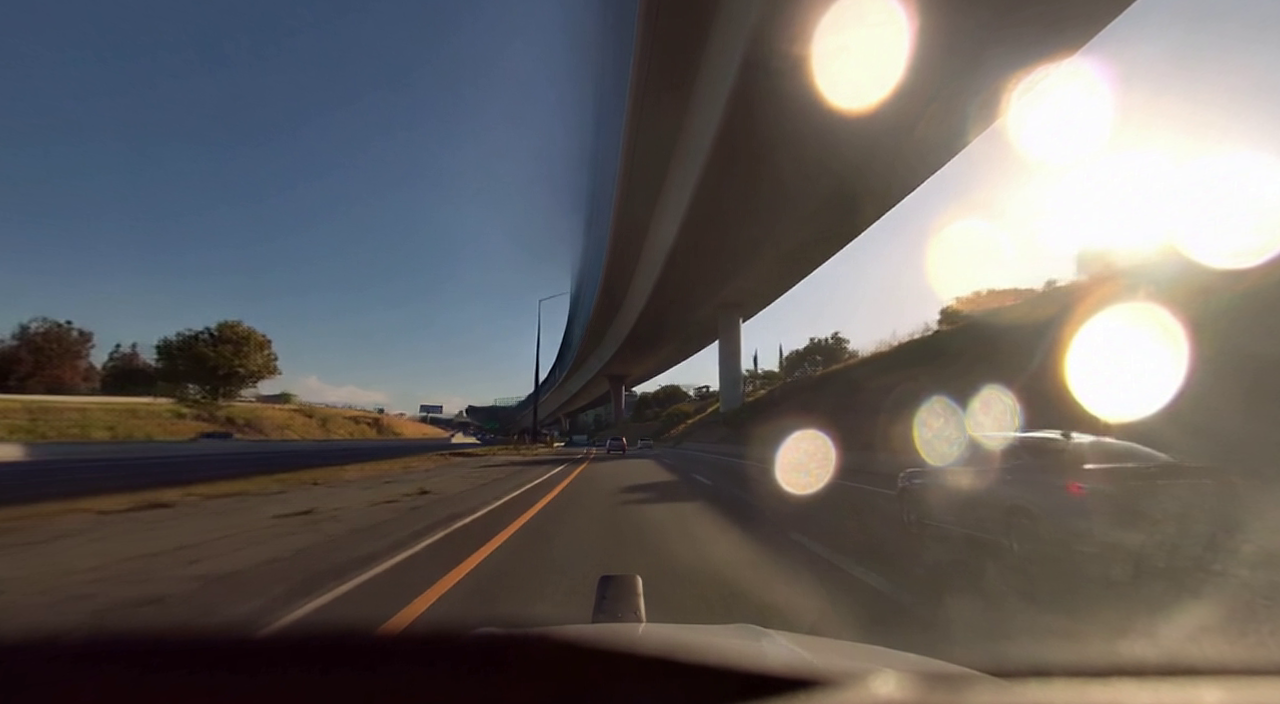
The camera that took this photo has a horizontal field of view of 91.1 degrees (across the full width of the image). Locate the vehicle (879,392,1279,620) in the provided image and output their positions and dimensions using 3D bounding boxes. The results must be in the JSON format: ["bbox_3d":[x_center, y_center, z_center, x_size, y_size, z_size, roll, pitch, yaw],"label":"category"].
[{"bbox_3d":[4.001,1.281,6.097,1.852,1.513,3.652,0,-8,-1],"label":"vehicle"}]

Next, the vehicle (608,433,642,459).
[{"bbox_3d":[-0.989,5.905,39.731,1.998,1.512,3.735,1,-8,-3],"label":"vehicle"}]
